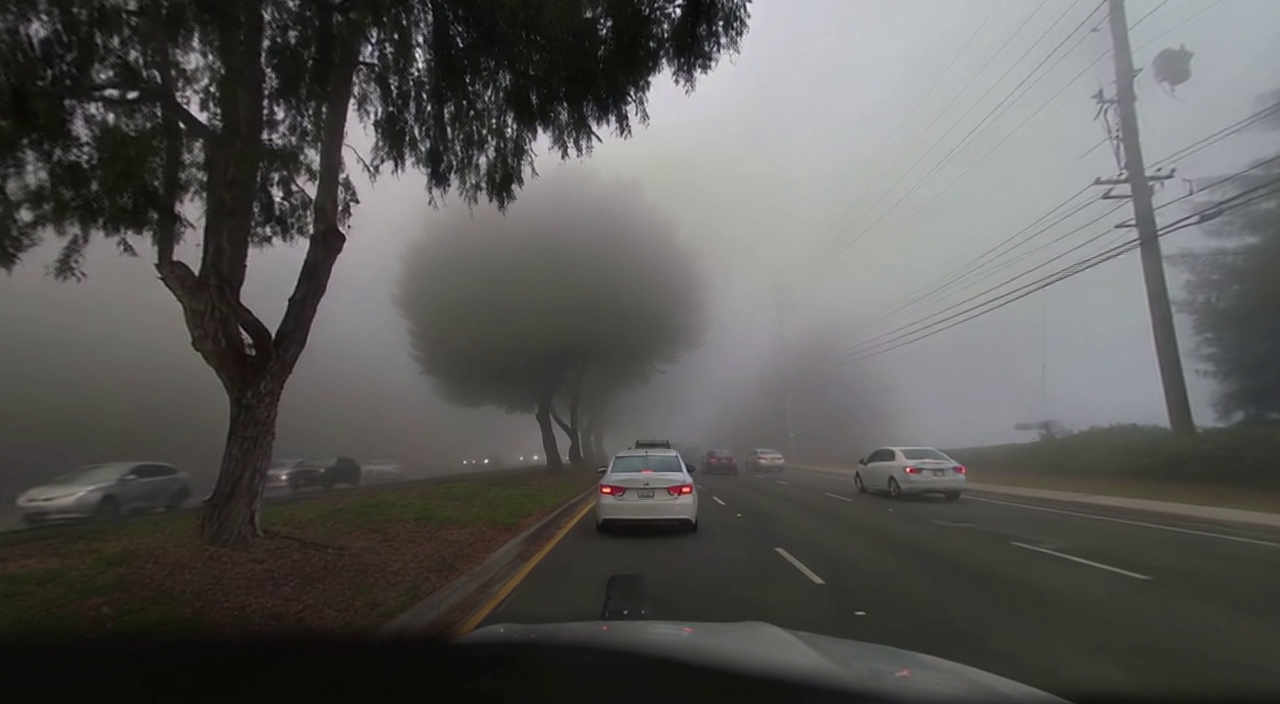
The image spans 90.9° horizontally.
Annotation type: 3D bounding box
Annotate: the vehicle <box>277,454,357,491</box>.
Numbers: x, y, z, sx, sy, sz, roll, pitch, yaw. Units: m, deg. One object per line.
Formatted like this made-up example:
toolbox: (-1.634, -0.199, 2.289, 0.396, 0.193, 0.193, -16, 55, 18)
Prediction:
vehicle: (-15.042, 5.595, 29.558, 1.701, 1.494, 3.791, 0, -8, 0)

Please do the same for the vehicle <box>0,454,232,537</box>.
vehicle: (-11.828, 3.110, 14.359, 1.988, 1.486, 4.586, 0, -8, 0)

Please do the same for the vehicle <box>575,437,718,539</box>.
vehicle: (0.092, 2.301, 11.325, 2.108, 1.479, 3.935, 0, -8, 0)

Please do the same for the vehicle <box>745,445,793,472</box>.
vehicle: (7.631, 6.333, 37.781, 1.899, 1.458, 4.499, 0, -8, -1)

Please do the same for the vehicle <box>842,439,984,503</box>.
vehicle: (7.153, 3.142, 17.124, 1.850, 1.480, 4.474, 0, -8, 0)

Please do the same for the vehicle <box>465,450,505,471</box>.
vehicle: (-12.124, 8.532, 49.695, 1.942, 1.481, 4.621, 0, -8, 0)
